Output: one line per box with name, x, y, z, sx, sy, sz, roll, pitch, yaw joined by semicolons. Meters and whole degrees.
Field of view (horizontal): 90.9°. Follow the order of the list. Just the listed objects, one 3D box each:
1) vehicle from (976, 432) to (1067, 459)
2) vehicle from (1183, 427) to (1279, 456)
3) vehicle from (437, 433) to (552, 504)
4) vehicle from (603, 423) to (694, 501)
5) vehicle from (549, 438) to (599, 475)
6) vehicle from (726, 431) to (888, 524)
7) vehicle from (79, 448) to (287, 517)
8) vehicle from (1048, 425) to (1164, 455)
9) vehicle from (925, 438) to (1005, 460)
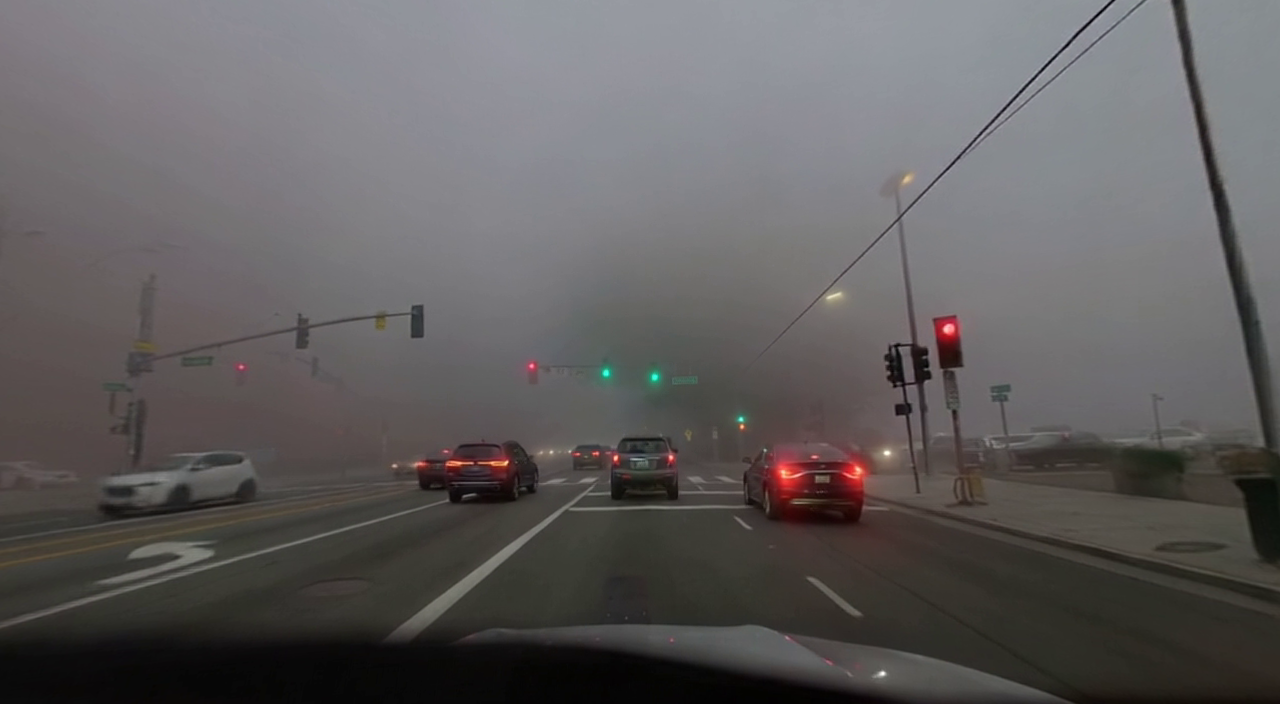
vehicle;23.216;5.714;38.505;4.236;1.617;1.832;-1;-9;10
vehicle;37.139;5.571;39.251;4.409;1.696;2.180;-2;-9;12
vehicle;-3.625;2.974;16.514;1.886;1.599;4.247;0;-8;2
vehicle;0.239;2.811;16.433;2.075;1.770;4.018;0;-8;1
vehicle;-3.086;5.006;30.286;1.894;1.642;3.861;0;-8;2
vehicle;2.997;2.356;12.426;2.030;1.492;4.383;0;-8;1
vehicle;-11.391;3.230;16.218;1.900;1.494;4.489;0;-8;1
vehicle;29.814;5.707;40.531;5.516;1.780;2.064;-2;-9;9
vehicle;21.517;6.434;41.851;4.315;1.461;1.803;-1;-9;6
